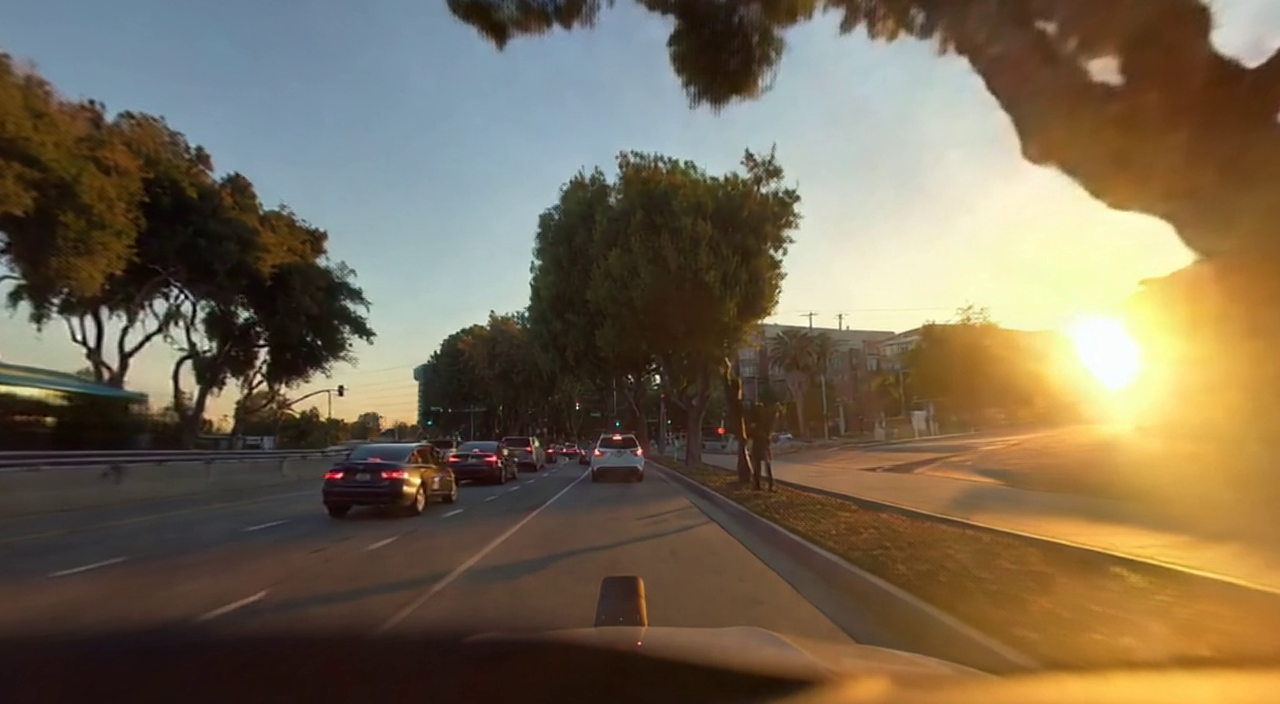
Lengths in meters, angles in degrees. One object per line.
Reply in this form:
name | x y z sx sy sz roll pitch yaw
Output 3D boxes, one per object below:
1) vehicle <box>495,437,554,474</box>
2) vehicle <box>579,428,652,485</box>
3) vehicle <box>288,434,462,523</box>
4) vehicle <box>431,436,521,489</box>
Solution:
vehicle | -5.876 5.318 32.696 2.188 1.774 4.477 0 -8 0
vehicle | -0.892 3.729 22.835 2.368 1.829 4.293 0 -9 -2
vehicle | -5.497 2.647 13.813 2.069 1.616 4.108 0 -8 -1
vehicle | -5.725 3.910 22.695 2.010 1.674 4.484 0 -8 0
